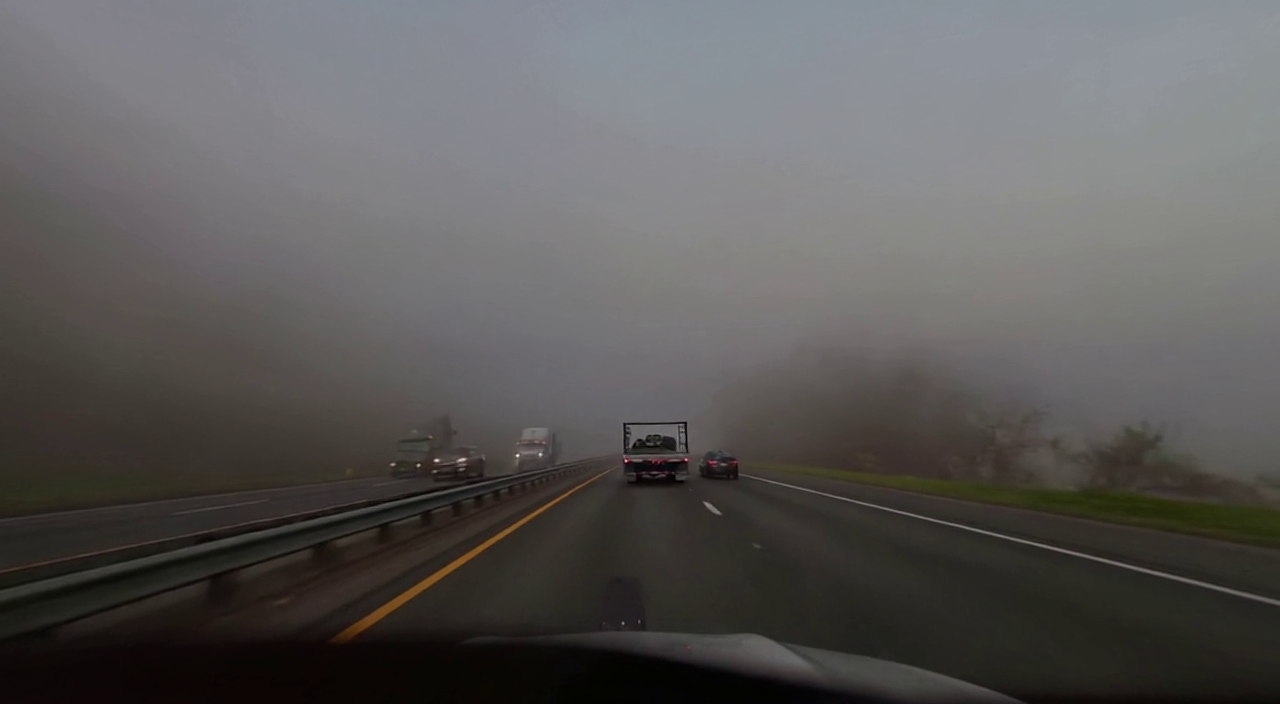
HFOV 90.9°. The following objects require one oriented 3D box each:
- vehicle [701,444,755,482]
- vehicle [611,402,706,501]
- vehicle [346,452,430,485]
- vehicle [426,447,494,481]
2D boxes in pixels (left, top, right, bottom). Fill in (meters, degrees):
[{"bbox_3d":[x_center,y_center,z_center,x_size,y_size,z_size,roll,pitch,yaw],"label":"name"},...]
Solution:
[{"bbox_3d":[3.641,4.673,26.763,1.654,1.441,4.066,0,-9,-1],"label":"vehicle"},{"bbox_3d":[0.373,2.929,18.699,2.423,2.517,5.055,0,-9,-2],"label":"vehicle"},{"bbox_3d":[-12.592,5.841,31.860,2.325,1.498,4.589,0,-9,0],"label":"vehicle"},{"bbox_3d":[-8.750,5.470,31.105,2.009,1.535,4.266,0,-9,1],"label":"vehicle"}]
